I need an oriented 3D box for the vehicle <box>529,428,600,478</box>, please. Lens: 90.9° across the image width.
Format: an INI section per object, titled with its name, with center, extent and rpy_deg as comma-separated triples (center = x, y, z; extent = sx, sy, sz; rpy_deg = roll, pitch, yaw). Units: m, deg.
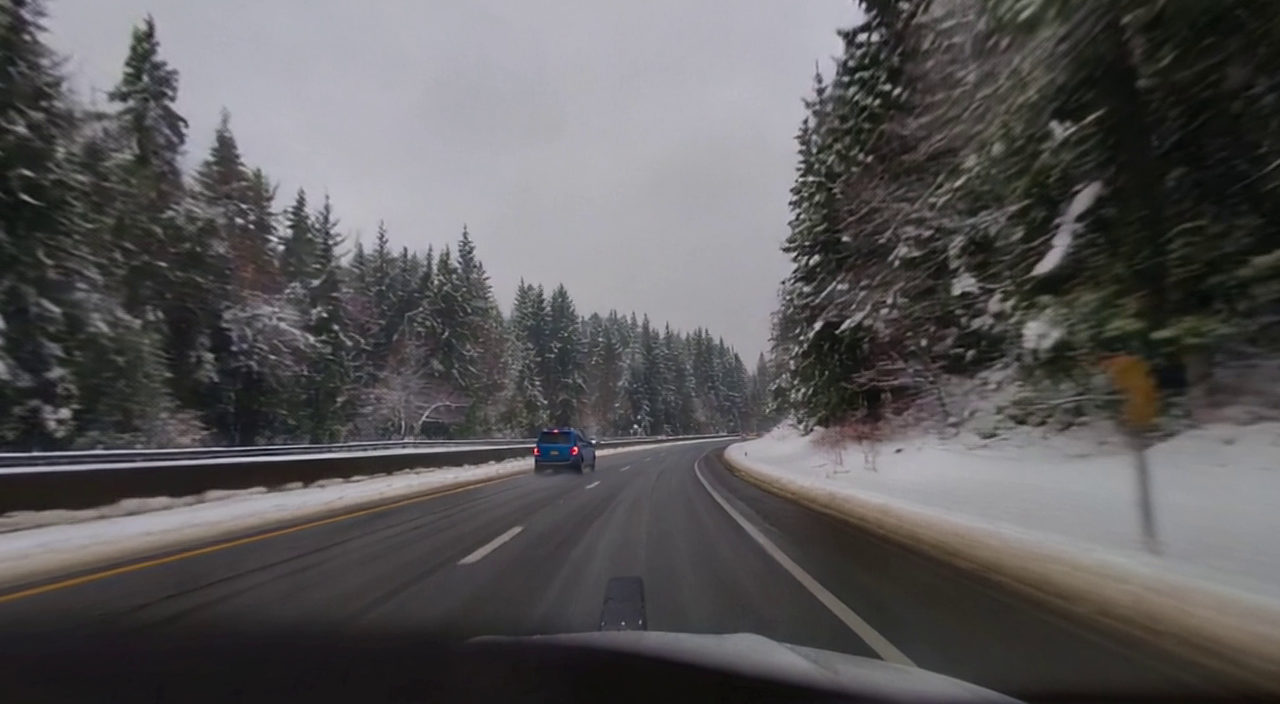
[vehicle]
center = -2.848, 3.936, 24.897
extent = 2.005, 1.752, 4.479
rpy_deg = -1, -8, 4
